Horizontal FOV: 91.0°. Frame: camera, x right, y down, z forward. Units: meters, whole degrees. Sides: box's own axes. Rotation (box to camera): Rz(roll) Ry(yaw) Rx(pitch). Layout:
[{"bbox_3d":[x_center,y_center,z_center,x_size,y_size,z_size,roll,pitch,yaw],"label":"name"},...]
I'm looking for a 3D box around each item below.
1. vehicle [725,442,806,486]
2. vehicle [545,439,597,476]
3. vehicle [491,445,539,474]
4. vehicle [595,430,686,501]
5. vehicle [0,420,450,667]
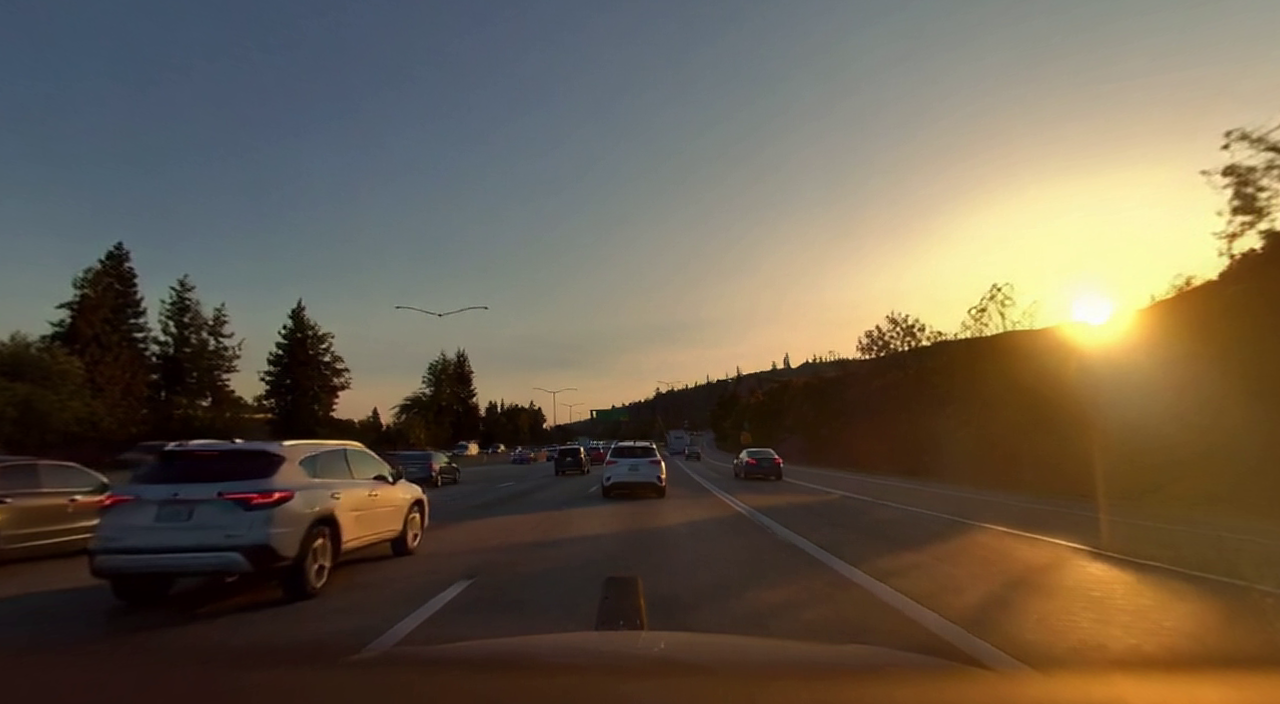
[{"bbox_3d":[4.620,4.195,23.934,2.006,1.474,4.669,0,-8,-1],"label":"vehicle"},{"bbox_3d":[-3.549,5.516,33.165,2.142,1.808,4.266,0,-8,1],"label":"vehicle"},{"bbox_3d":[-7.326,6.320,37.194,1.931,1.617,4.060,0,-8,1],"label":"vehicle"},{"bbox_3d":[0.025,3.085,17.476,2.223,1.722,4.177,0,-8,0],"label":"vehicle"},{"bbox_3d":[-3.571,1.502,6.113,2.011,1.498,4.341,0,-8,1],"label":"vehicle"}]
